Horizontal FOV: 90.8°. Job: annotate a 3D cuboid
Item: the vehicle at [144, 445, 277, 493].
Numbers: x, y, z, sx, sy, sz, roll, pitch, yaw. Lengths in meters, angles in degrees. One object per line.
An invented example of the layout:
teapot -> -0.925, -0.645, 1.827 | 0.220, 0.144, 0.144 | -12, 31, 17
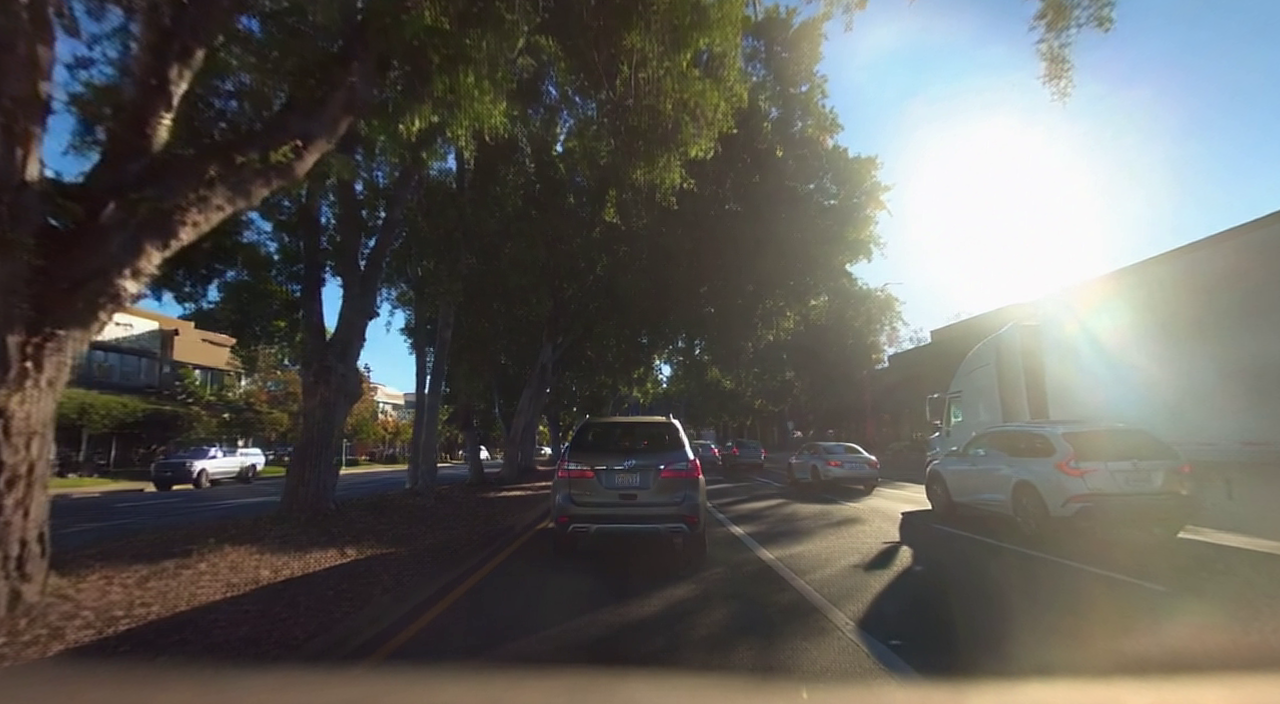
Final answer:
vehicle -> -19.248, 5.223, 28.712 | 2.302, 1.939, 5.221 | 0, -9, 1

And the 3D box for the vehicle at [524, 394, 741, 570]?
vehicle -> -0.115, 1.706, 8.952 | 2.320, 1.880, 4.192 | 0, -9, -1

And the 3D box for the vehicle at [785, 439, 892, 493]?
vehicle -> 6.273, 3.640, 20.585 | 2.035, 1.553, 4.465 | 0, -9, 0

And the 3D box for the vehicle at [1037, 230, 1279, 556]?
vehicle -> 9.968, -0.035, 4.582 | 2.879, 4.284, 17.334 | 0, -9, 0

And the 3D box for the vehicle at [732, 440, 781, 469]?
vehicle -> 6.479, 5.741, 35.649 | 1.914, 1.523, 4.287 | 0, -9, -1
